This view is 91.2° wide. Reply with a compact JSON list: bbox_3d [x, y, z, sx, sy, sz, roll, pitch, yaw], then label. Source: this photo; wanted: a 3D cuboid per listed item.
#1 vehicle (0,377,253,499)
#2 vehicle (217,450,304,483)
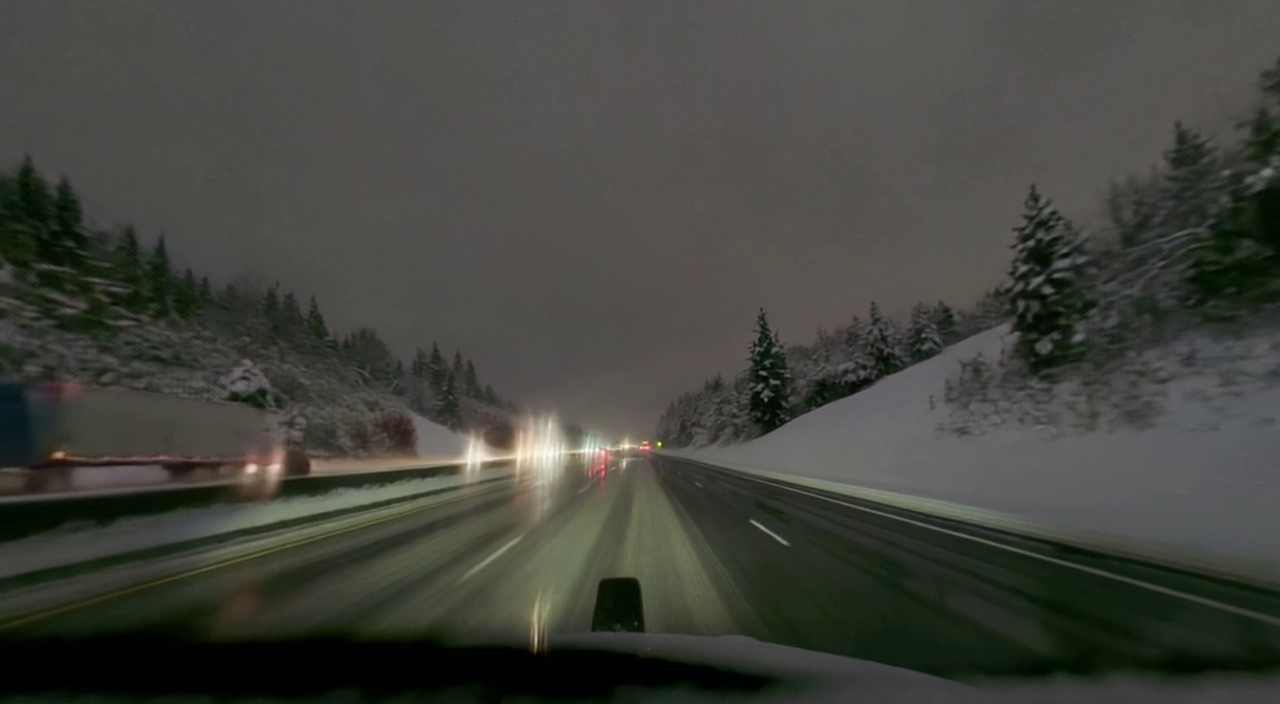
[{"bbox_3d":[-23.272,3.964,28.165,2.970,4.134,13.809,0,-9,0],"label":"vehicle"},{"bbox_3d":[-19.221,5.792,31.972,1.789,1.508,4.182,0,-9,1],"label":"vehicle"}]
